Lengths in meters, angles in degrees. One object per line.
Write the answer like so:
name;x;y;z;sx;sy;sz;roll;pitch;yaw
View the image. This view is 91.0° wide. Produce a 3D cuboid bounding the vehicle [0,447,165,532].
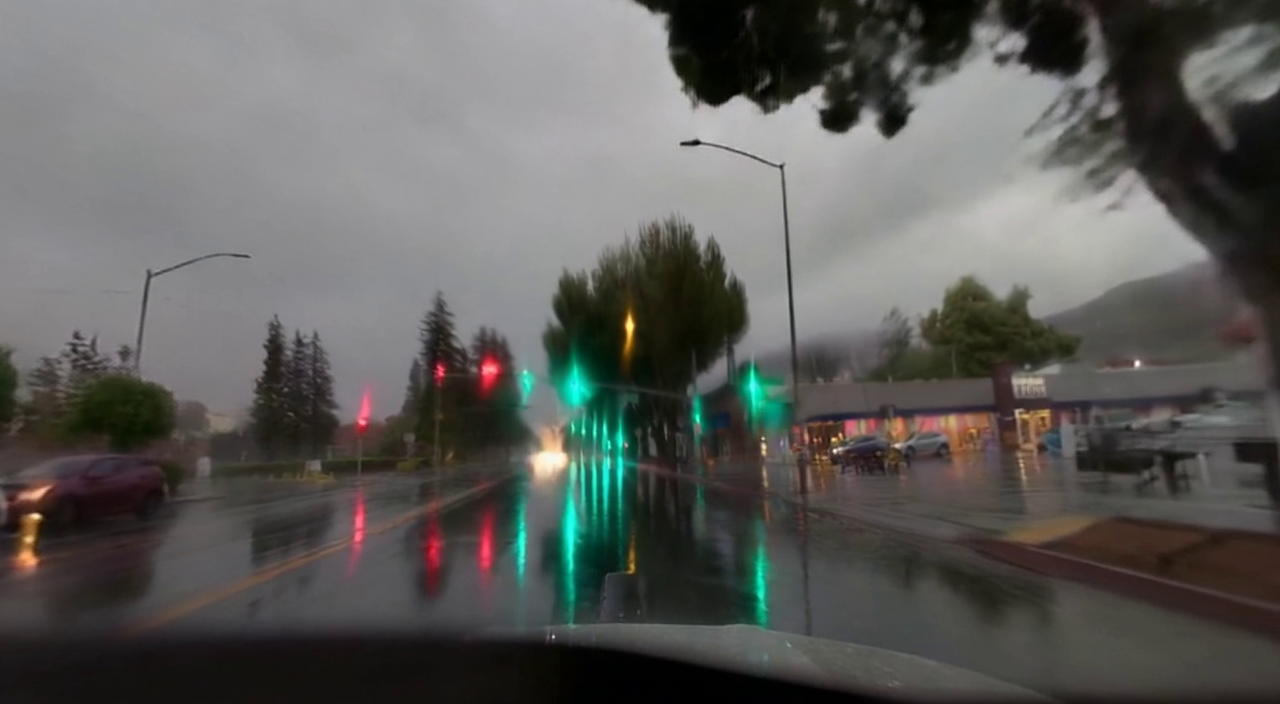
vehicle;-14.223;3.330;15.450;1.944;1.742;4.507;-3;-10;-6
